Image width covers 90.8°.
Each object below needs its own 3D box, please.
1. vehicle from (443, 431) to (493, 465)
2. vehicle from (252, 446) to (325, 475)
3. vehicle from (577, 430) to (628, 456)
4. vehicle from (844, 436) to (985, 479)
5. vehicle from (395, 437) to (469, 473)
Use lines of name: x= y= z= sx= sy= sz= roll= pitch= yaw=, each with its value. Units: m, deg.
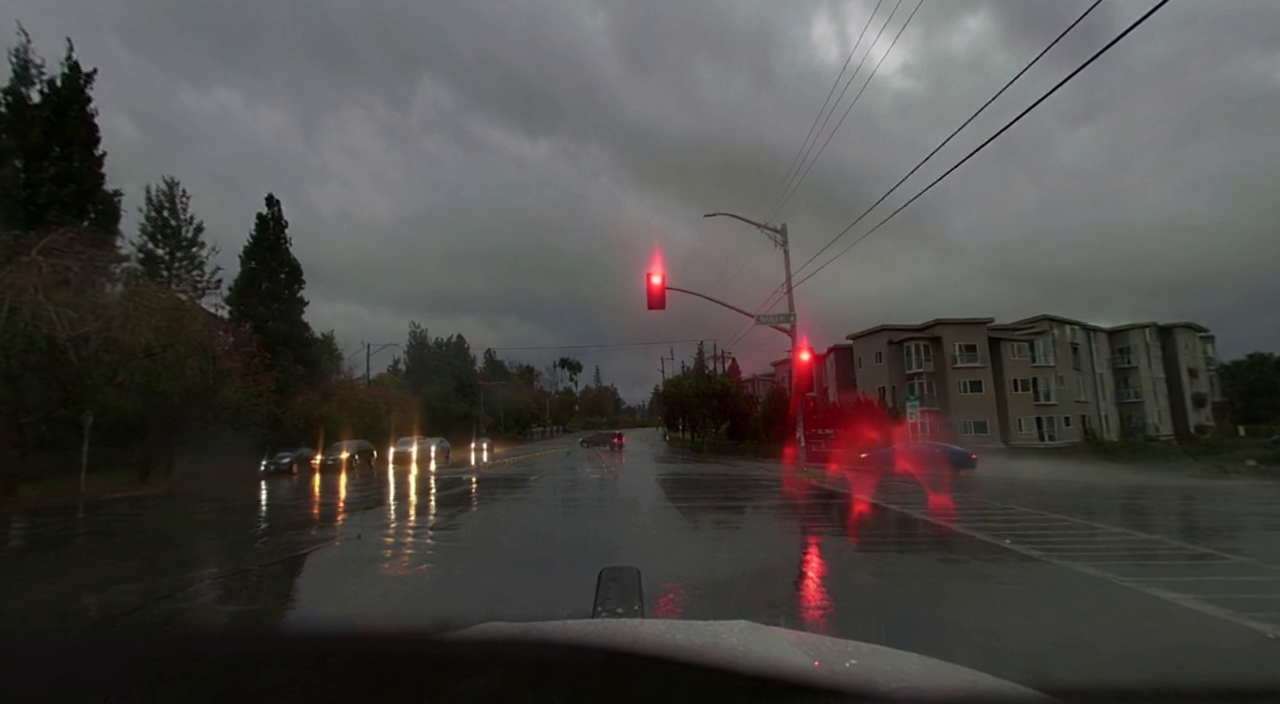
vehicle: x=-9.764 y=5.500 z=36.157 sx=1.910 sy=1.818 sz=4.057 roll=0 pitch=-9 yaw=-3
vehicle: x=-21.060 y=6.506 z=38.092 sx=1.981 sy=1.628 sz=4.336 roll=0 pitch=-9 yaw=-1
vehicle: x=-2.597 y=6.212 z=42.864 sx=1.993 sy=1.664 sz=4.424 roll=4 pitch=-10 yaw=-23
vehicle: x=11.069 y=4.253 z=25.672 sx=4.790 sy=1.571 sz=2.073 roll=-7 pitch=-11 yaw=39
vehicle: x=-9.678 y=4.831 z=29.752 sx=2.116 sy=1.521 sz=4.294 roll=0 pitch=-9 yaw=-2
